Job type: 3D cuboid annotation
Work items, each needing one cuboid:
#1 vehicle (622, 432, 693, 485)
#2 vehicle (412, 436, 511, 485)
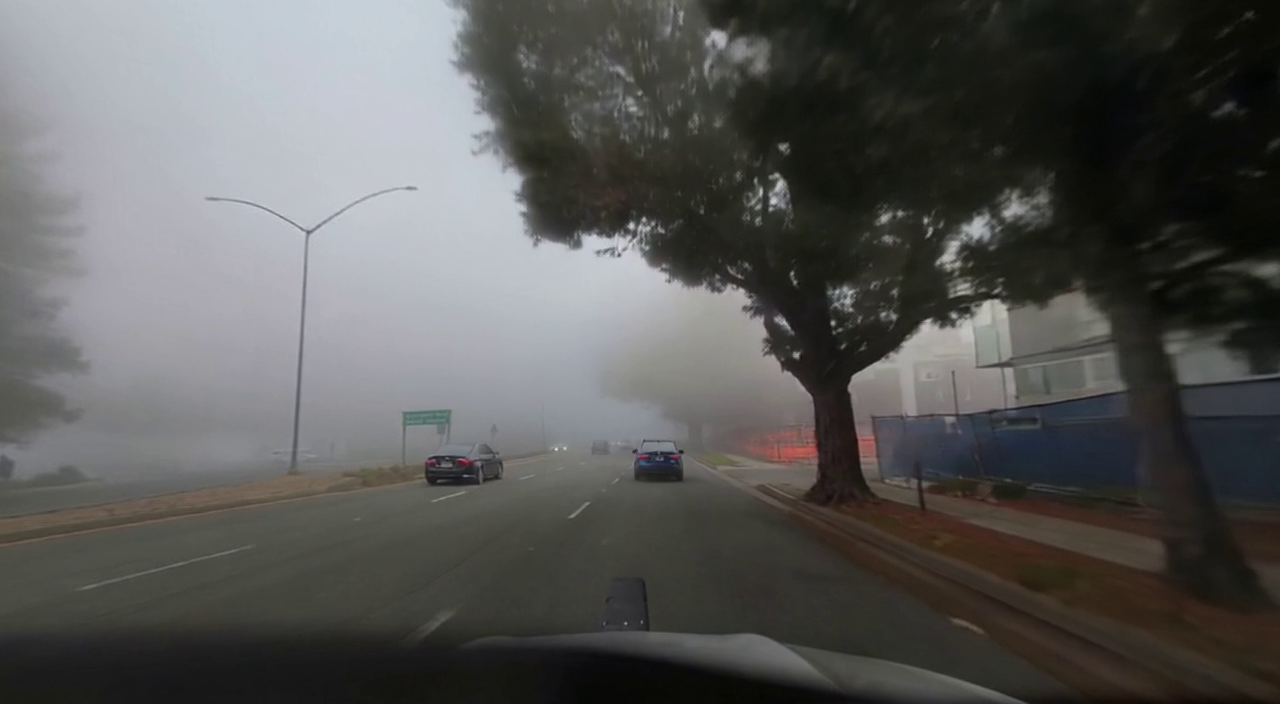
[{"bbox_3d":[0.605,3.678,21.969,2.227,1.654,4.091,0,-9,1],"label":"vehicle"},{"bbox_3d":[-5.914,3.659,21.508,1.877,1.479,4.430,-1,-9,3],"label":"vehicle"}]
